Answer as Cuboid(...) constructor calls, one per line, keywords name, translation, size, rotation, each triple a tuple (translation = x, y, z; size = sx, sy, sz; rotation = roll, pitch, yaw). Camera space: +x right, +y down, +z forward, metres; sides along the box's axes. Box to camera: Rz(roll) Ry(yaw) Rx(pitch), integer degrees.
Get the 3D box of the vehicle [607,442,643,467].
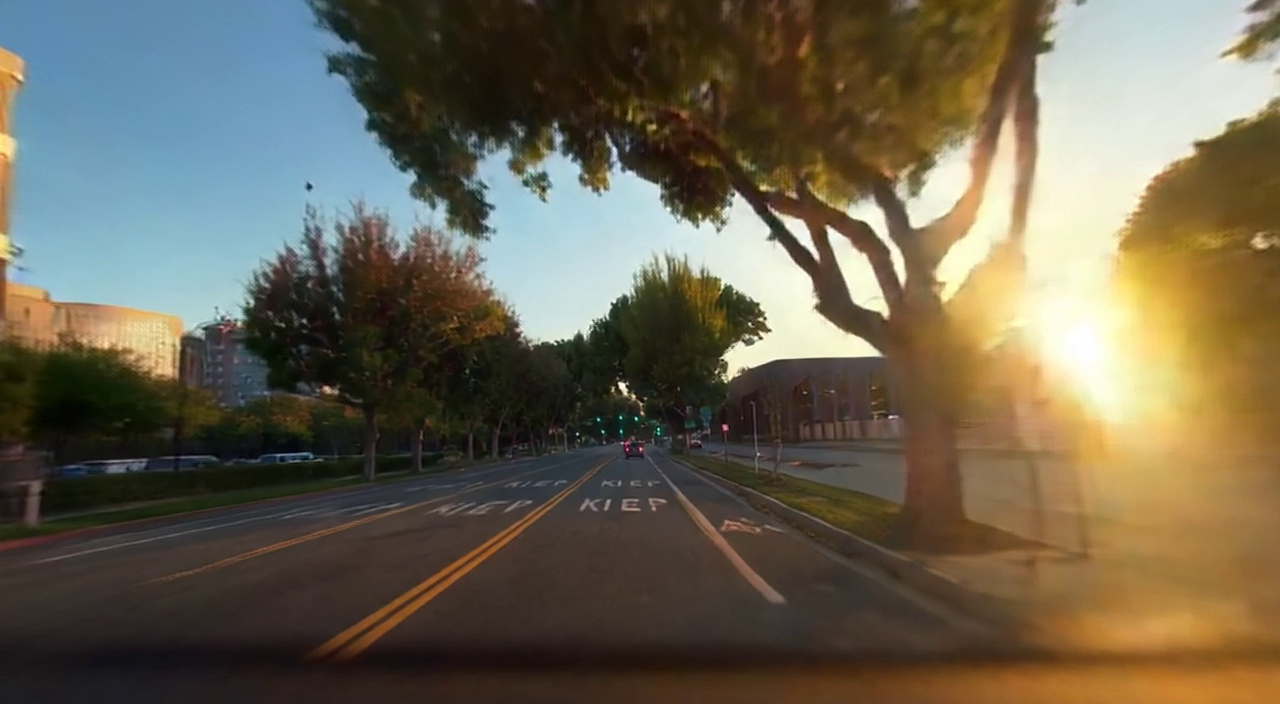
Cuboid(name="vehicle", translation=(-0.899, 6.291, 38.980), size=(2.131, 1.474, 4.146), rotation=(0, -8, -1))
